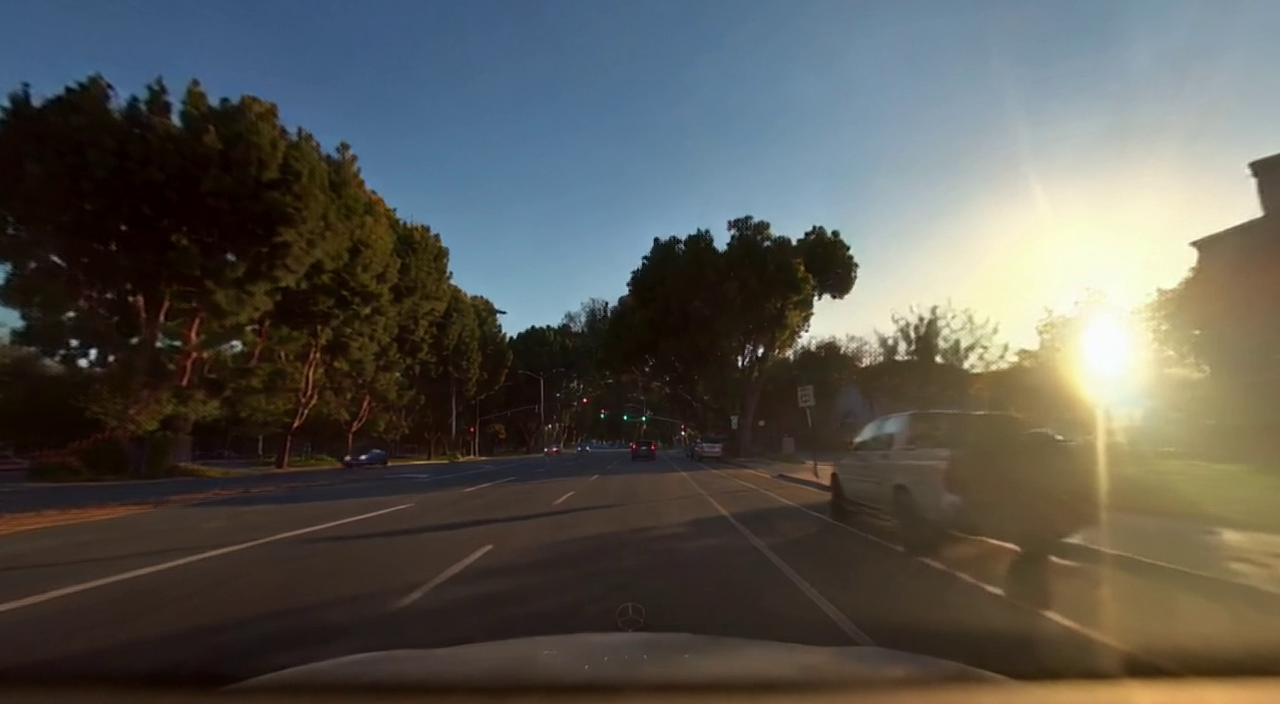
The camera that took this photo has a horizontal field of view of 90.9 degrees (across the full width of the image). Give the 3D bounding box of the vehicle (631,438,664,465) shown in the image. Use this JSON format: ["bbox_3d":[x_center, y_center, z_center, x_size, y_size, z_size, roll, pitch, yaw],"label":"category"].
[{"bbox_3d":[0.506,6.806,43.149,2.169,1.751,4.276,0,-8,1],"label":"vehicle"}]

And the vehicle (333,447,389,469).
[{"bbox_3d":[-20.707,7.870,46.937,2.005,1.470,4.520,0,-8,2],"label":"vehicle"}]

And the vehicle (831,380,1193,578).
[{"bbox_3d":[4.118,1.493,8.067,2.109,1.838,4.204,0,-8,2],"label":"vehicle"}]

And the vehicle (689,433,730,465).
[{"bbox_3d":[4.833,6.814,44.535,2.162,2.080,6.515,0,-8,0],"label":"vehicle"}]
